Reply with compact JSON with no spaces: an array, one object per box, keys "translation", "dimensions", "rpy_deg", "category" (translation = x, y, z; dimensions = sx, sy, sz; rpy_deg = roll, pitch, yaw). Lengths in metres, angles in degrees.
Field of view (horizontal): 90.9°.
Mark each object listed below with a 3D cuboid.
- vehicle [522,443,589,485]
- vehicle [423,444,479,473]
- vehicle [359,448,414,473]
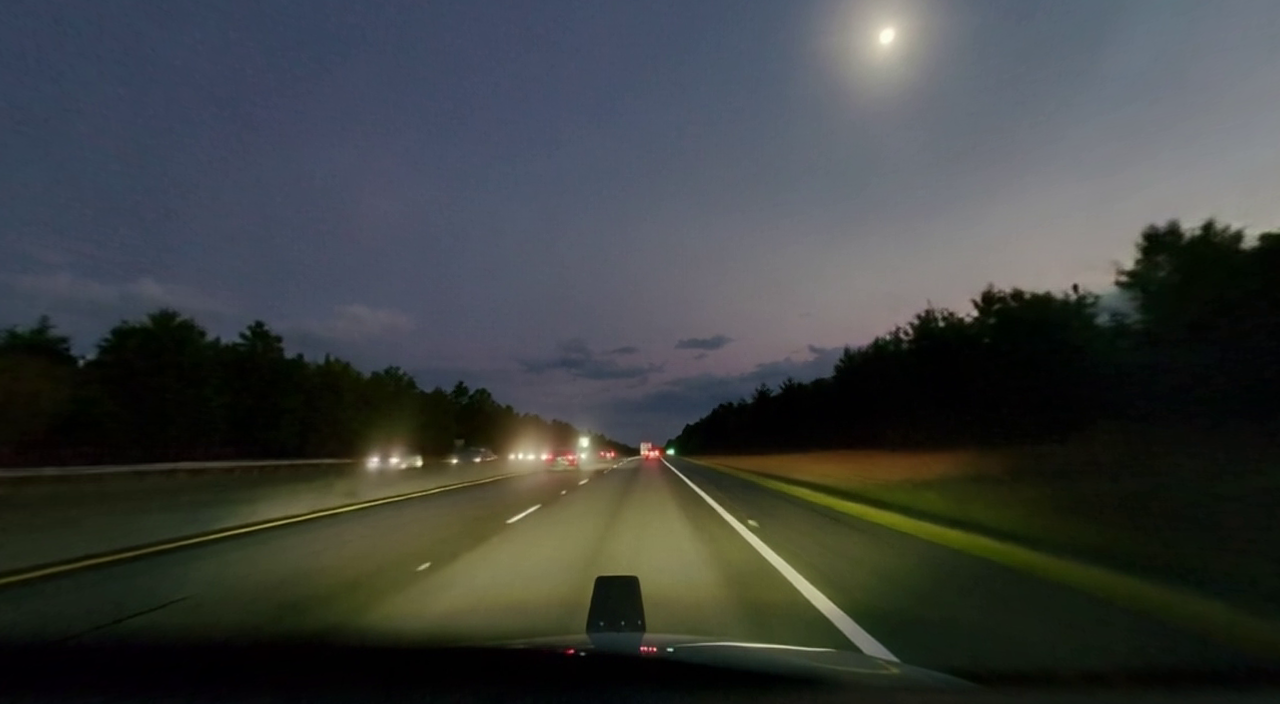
[{"translation":[-3.195,4.345,24.735],"dimensions":[1.970,1.483,4.097],"rpy_deg":[-1,-9,2],"category":"vehicle"},{"translation":[-12.328,7.002,41.499],"dimensions":[1.954,1.742,5.517],"rpy_deg":[0,-9,0],"category":"vehicle"},{"translation":[-16.813,7.212,41.927],"dimensions":[1.905,1.558,4.016],"rpy_deg":[-1,-9,1],"category":"vehicle"}]
